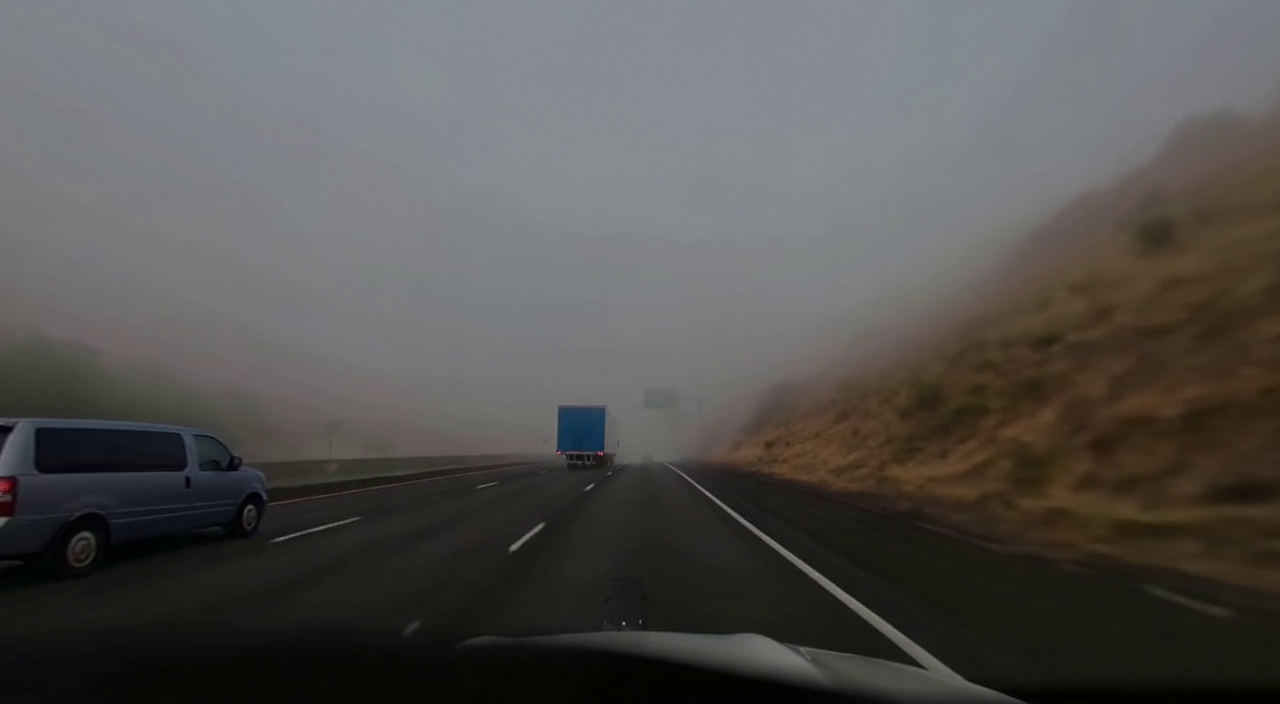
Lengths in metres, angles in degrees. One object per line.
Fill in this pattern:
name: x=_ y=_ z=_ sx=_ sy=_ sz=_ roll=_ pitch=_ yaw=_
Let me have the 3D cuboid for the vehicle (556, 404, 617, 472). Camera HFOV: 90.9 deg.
vehicle: x=-3.523 y=6.291 z=45.815 sx=2.893 sy=4.073 sz=15.281 roll=0 pitch=-8 yaw=1

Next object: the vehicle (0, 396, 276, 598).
vehicle: x=-7.044 y=1.608 z=7.620 sx=2.175 sy=1.860 sz=5.236 roll=0 pitch=-8 yaw=0
